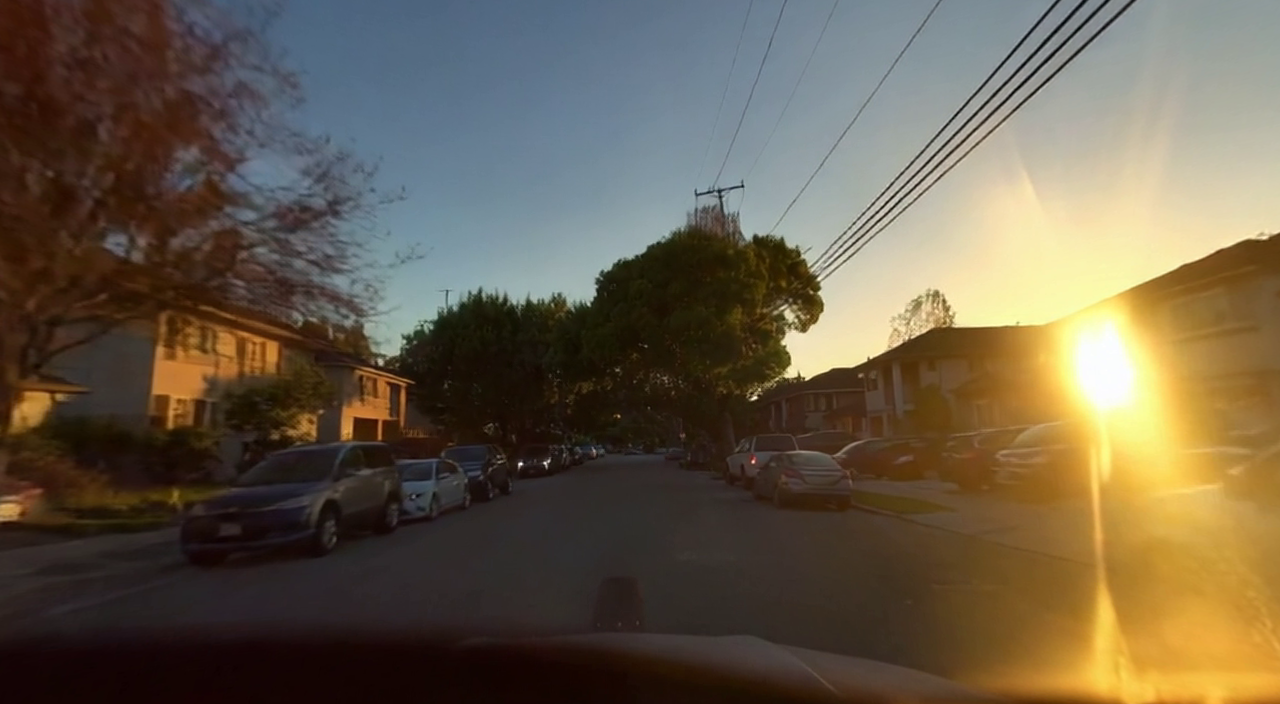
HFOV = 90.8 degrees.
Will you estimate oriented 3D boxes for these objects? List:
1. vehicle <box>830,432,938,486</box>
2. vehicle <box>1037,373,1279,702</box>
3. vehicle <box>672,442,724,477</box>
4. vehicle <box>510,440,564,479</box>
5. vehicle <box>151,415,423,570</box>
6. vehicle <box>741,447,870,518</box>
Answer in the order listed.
[{"bbox_3d":[9.177,4.018,24.294,2.125,1.716,4.672,0,-6,-2],"label":"vehicle"},{"bbox_3d":[4.830,0.969,2.954,2.201,1.896,5.632,0,-8,-1],"label":"vehicle"},{"bbox_3d":[3.453,6.537,38.947,2.415,1.963,5.688,0,-8,-2],"label":"vehicle"},{"bbox_3d":[-5.116,5.440,32.036,2.035,1.822,4.348,0,-9,-1],"label":"vehicle"},{"bbox_3d":[-5.037,2.067,9.871,2.007,1.861,4.101,0,-10,-3],"label":"vehicle"},{"bbox_3d":[4.117,3.300,16.727,1.850,1.516,5.066,0,-8,-3],"label":"vehicle"}]
